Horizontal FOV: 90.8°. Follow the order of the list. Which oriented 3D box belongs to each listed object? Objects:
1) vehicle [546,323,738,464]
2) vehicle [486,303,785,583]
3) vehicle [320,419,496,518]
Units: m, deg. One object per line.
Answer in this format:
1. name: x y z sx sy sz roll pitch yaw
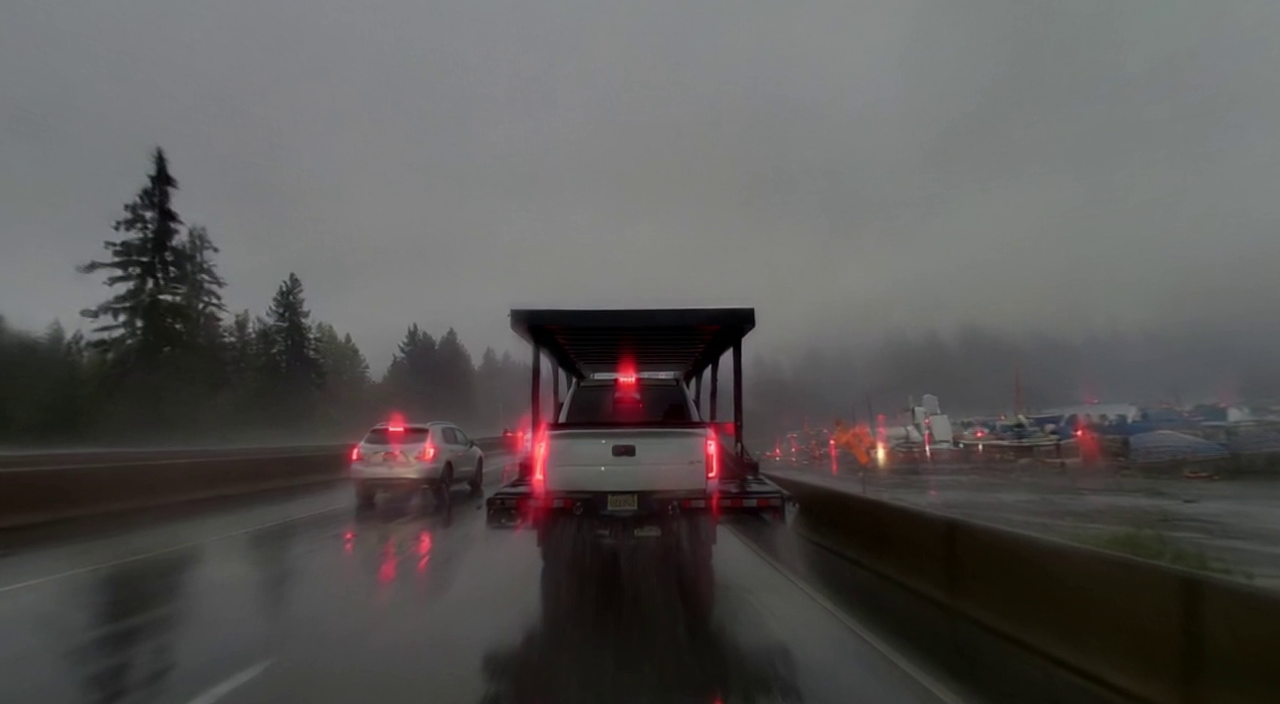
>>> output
1. vehicle: -0.087 0.812 9.514 2.156 1.604 4.680 0 -9 -3
2. vehicle: -0.227 1.590 11.119 2.735 2.597 10.435 0 -9 -2
3. vehicle: -4.485 2.335 13.119 2.057 1.665 4.572 0 -9 -2
